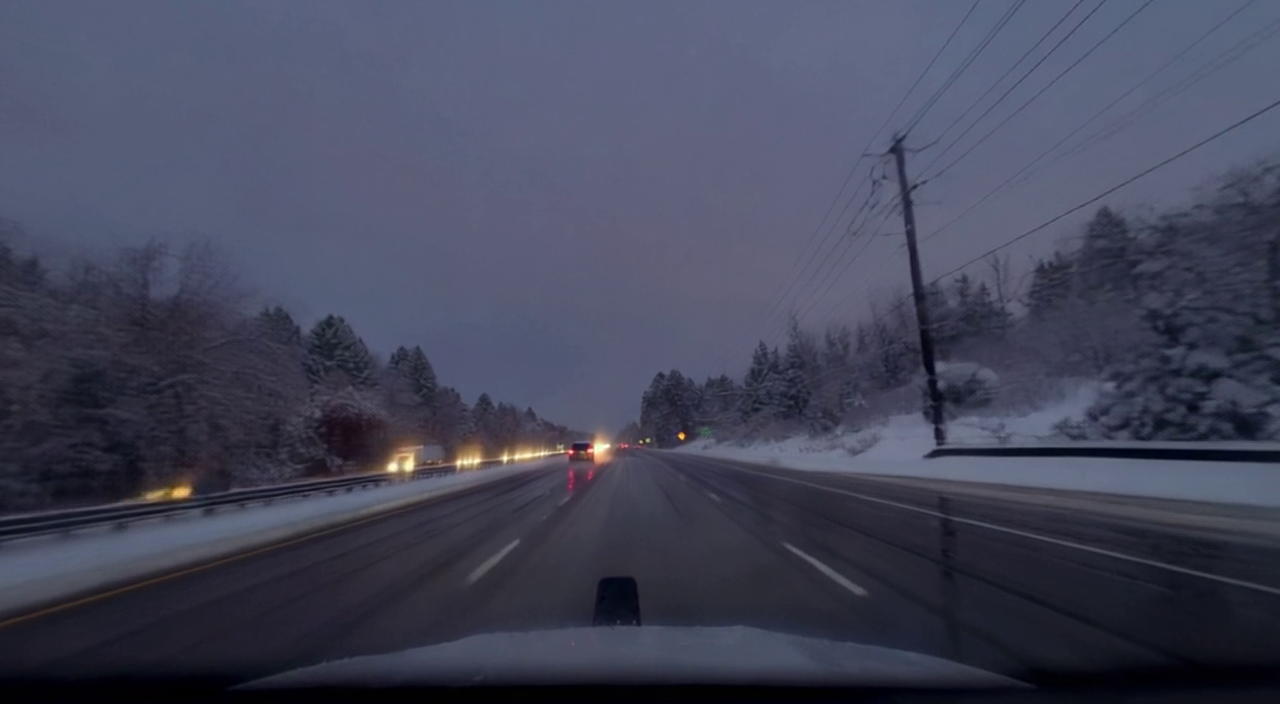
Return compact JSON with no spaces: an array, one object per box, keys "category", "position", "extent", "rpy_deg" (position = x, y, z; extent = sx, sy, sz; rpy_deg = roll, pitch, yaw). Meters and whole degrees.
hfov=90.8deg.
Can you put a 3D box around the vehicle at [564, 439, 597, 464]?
[{"category":"vehicle","position":[-4.497,7.611,48.463],"extent":[2.130,1.823,4.761],"rpy_deg":[0,-8,0]}]

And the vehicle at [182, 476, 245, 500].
[{"category":"vehicle","position":[-33.174,10.583,49.269],"extent":[1.801,1.522,4.587],"rpy_deg":[0,-8,-1]}]
